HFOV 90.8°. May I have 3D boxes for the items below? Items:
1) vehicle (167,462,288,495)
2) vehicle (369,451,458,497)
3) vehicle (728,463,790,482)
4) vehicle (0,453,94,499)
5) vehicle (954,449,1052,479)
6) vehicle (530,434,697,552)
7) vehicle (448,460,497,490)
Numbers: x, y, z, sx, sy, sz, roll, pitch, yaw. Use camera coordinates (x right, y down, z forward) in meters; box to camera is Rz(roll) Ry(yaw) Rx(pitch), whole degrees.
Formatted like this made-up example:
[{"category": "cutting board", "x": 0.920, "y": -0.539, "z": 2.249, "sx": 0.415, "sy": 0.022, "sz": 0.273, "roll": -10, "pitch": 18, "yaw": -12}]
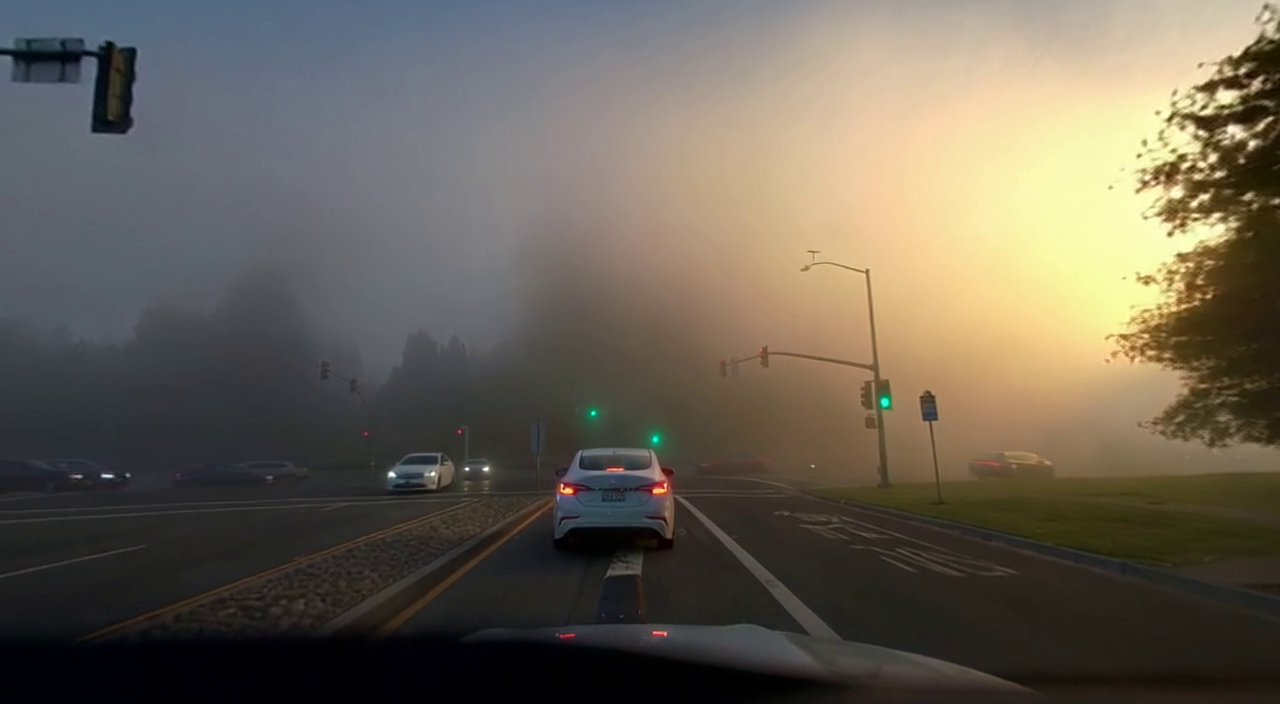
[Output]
[{"category": "vehicle", "x": -20.062, "y": 6.140, "z": 30.929, "sx": 4.548, "sy": 1.449, "sz": 1.802, "roll": 2, "pitch": -9, "yaw": -13}, {"category": "vehicle", "x": -7.952, "y": 4.287, "z": 22.673, "sx": 2.073, "sy": 1.459, "sz": 4.495, "roll": 1, "pitch": -9, "yaw": -8}, {"category": "vehicle", "x": 9.070, "y": 9.175, "z": 48.257, "sx": 4.254, "sy": 1.359, "sz": 1.895, "roll": 2, "pitch": -9, "yaw": -15}, {"category": "vehicle", "x": -25.759, "y": 5.002, "z": 25.687, "sx": 4.877, "sy": 1.754, "sz": 1.978, "roll": 2, "pitch": -9, "yaw": -13}, {"category": "vehicle", "x": 19.521, "y": 5.978, "z": 33.974, "sx": 4.601, "sy": 1.485, "sz": 1.929, "roll": 3, "pitch": -9, "yaw": -19}, {"category": "vehicle", "x": -0.370, "y": 2.125, "z": 10.201, "sx": 2.112, "sy": 1.479, "sz": 4.264, "roll": 0, "pitch": -9, "yaw": -1}, {"category": "vehicle", "x": -9.790, "y": 7.182, "z": 37.210, "sx": 2.078, "sy": 1.534, "sz": 4.646, "roll": 1, "pitch": -9, "yaw": -6}]
